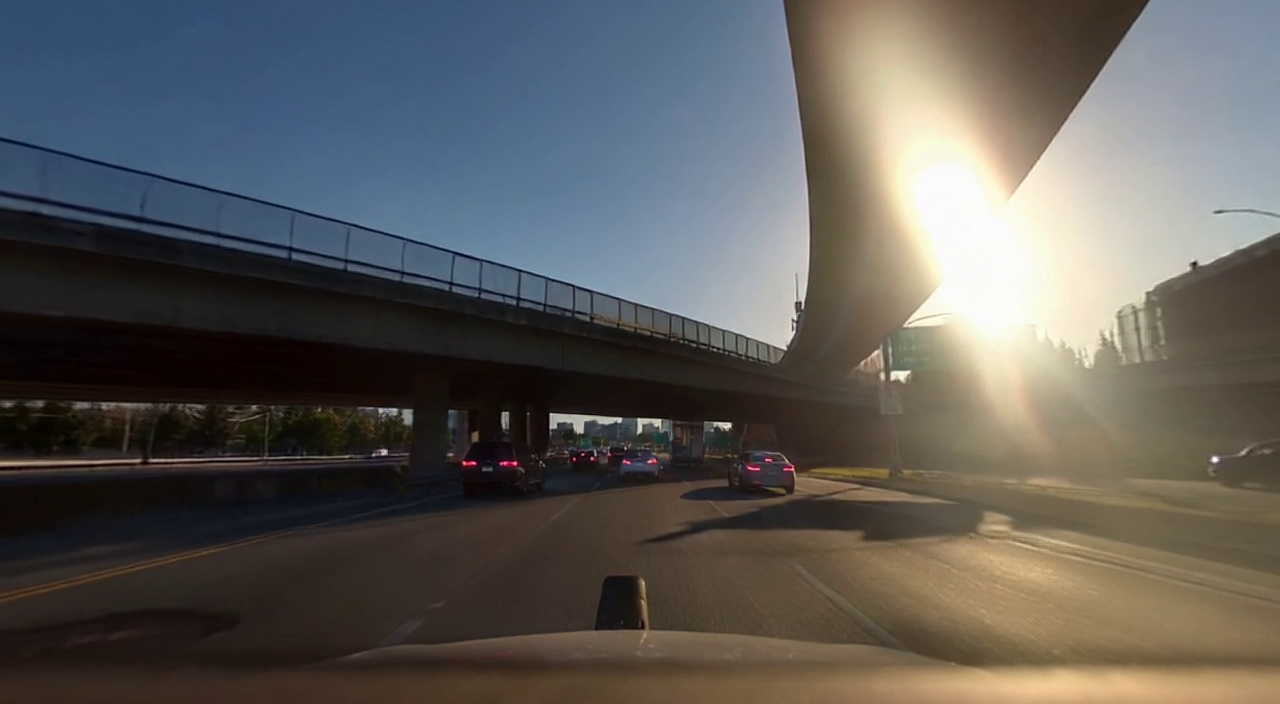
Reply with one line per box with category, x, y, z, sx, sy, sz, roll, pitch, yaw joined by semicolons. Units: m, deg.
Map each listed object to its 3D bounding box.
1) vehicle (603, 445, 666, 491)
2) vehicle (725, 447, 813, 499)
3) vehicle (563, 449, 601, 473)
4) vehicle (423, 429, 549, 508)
vehicle;-0.154;4.160;22.892;2.089;1.493;3.964;0;-9;1
vehicle;4.020;3.828;20.329;1.974;1.490;3.994;0;-9;0
vehicle;-3.618;6.849;39.880;1.868;1.431;4.055;0;-9;2
vehicle;-3.948;3.070;17.111;2.142;1.819;4.648;0;-9;1
